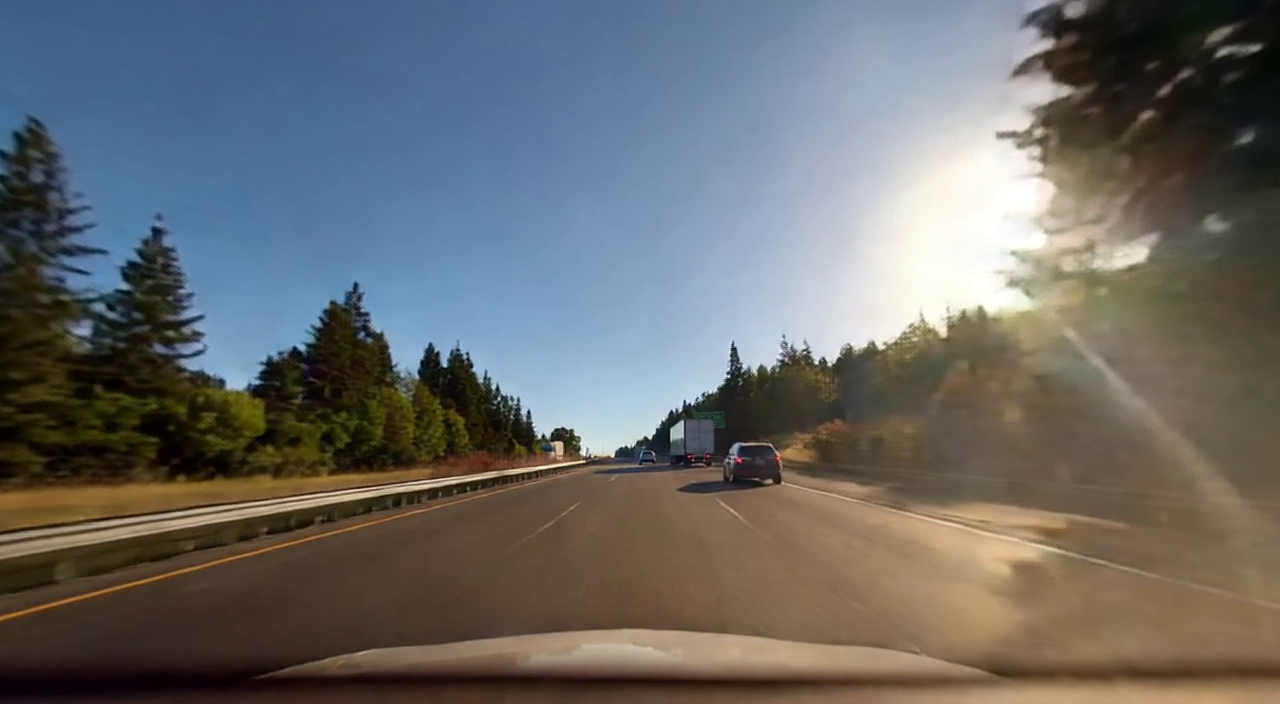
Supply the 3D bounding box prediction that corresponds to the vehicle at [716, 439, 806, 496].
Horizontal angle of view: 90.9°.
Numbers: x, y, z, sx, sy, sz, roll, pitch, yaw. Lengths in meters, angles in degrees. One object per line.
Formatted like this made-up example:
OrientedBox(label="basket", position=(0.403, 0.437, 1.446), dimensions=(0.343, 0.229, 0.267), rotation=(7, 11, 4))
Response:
OrientedBox(label="vehicle", position=(3.832, 3.737, 20.747), dimensions=(2.096, 1.653, 4.185), rotation=(0, -9, 0))
